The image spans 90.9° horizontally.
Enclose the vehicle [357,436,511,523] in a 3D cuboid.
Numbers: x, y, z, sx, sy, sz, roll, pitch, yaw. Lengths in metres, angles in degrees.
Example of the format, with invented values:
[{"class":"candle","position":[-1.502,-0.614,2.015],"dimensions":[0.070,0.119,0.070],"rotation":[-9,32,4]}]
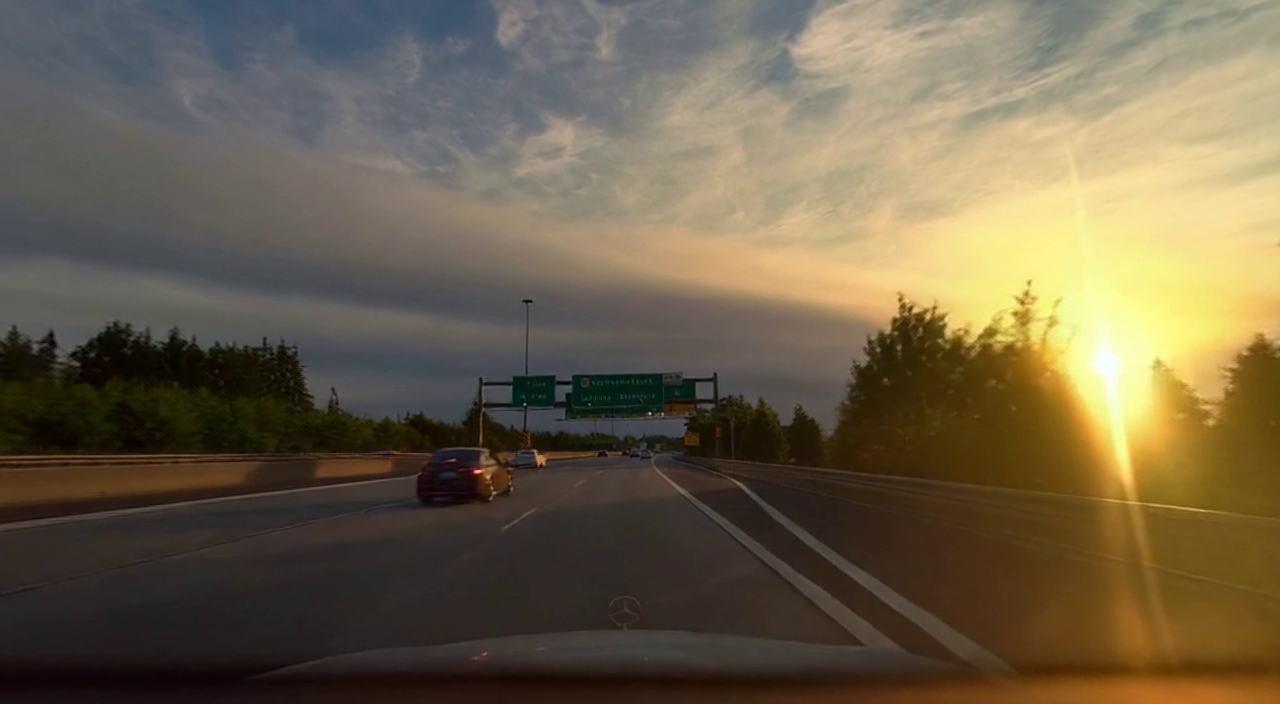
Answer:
[{"class":"vehicle","position":[-4.288,2.716,14.025],"dimensions":[1.875,1.587,4.687],"rotation":[0,-9,-1]}]

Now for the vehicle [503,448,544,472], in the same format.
[{"class":"vehicle","position":[-7.719,7.182,42.022],"dimensions":[1.835,1.459,4.636],"rotation":[1,-9,0]}]
